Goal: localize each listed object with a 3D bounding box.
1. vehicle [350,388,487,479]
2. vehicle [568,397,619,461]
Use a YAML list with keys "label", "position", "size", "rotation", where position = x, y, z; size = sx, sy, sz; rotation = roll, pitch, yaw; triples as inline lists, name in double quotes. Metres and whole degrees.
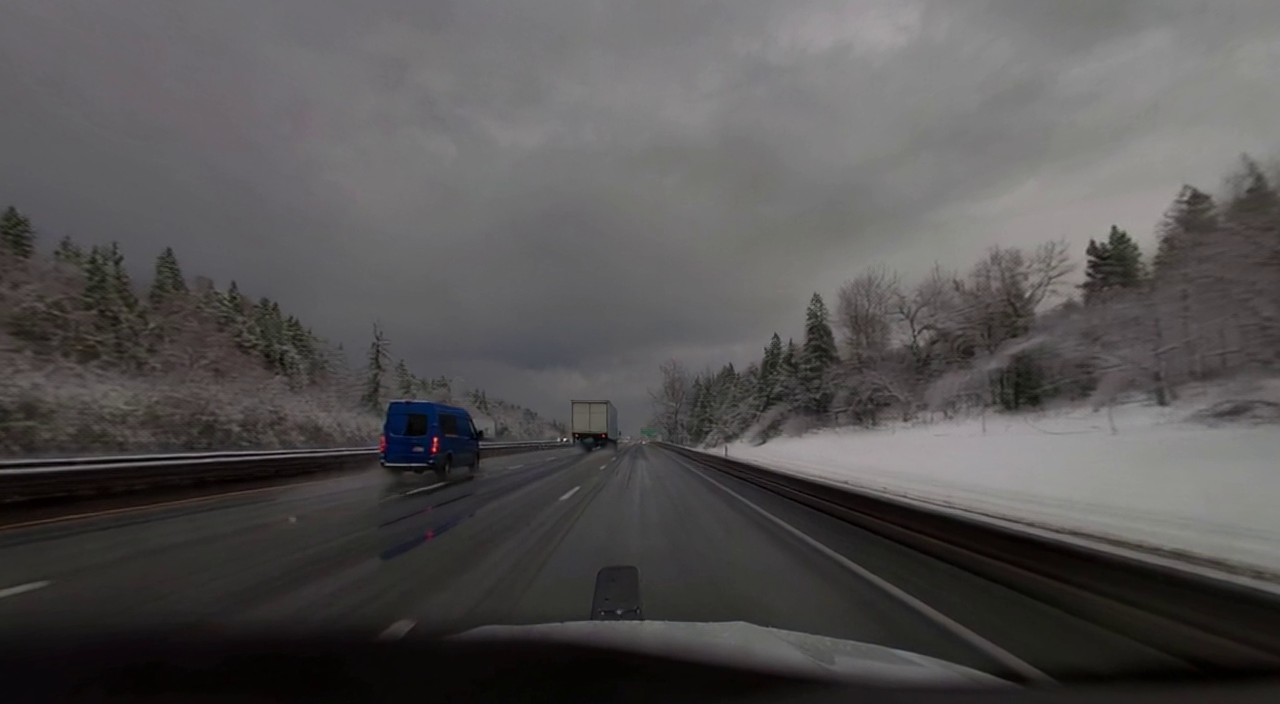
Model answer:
- label: "vehicle"
  position: [-7.656, 2.952, 22.871]
  size: [2.396, 2.763, 6.935]
  rotation: [0, -8, 0]
- label: "vehicle"
  position: [-3.190, 5.636, 45.897]
  size: [3.173, 4.185, 8.360]
  rotation: [0, -8, -1]
